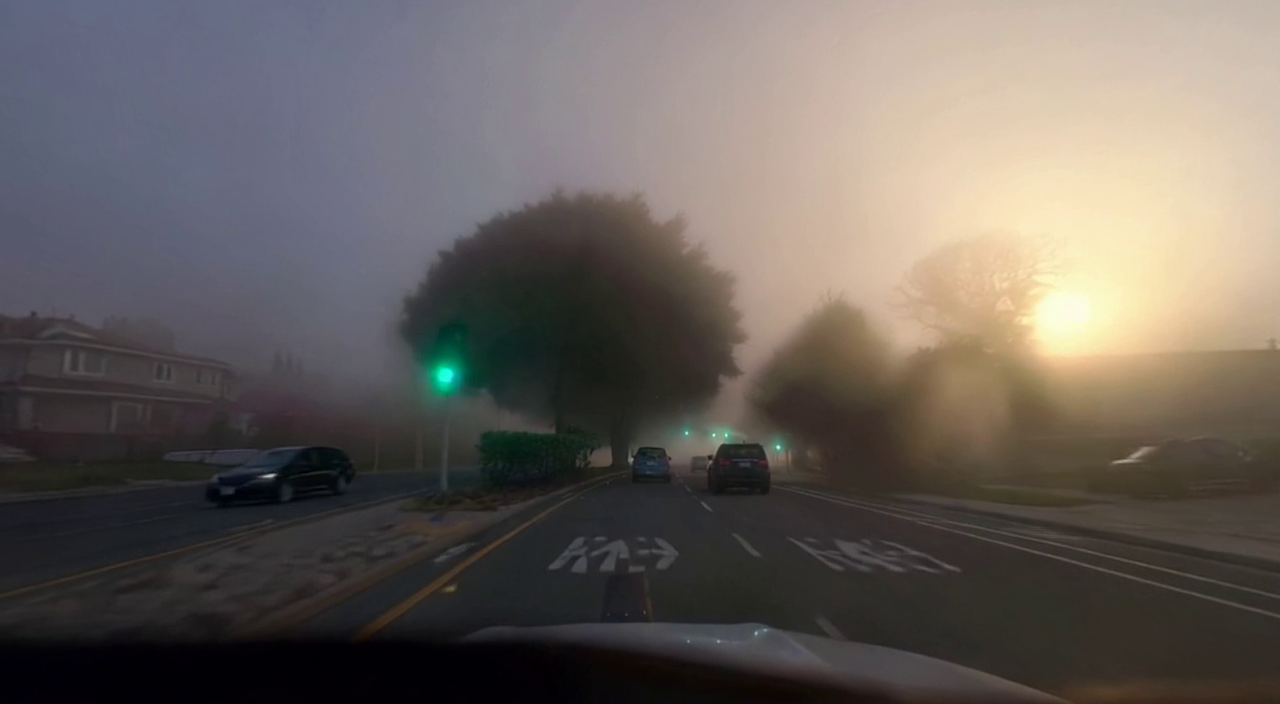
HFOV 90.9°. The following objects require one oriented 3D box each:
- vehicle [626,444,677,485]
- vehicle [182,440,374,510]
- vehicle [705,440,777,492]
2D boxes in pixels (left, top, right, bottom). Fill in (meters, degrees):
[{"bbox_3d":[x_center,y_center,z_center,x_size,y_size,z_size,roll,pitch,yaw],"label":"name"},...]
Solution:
[{"bbox_3d":[0.631,5.426,30.639,2.185,1.822,4.391,-1,-9,5],"label":"vehicle"},{"bbox_3d":[-8.964,3.059,16.234,1.991,1.503,4.688,-1,-9,3],"label":"vehicle"},{"bbox_3d":[3.769,4.343,24.393,2.166,1.799,4.372,-1,-9,1],"label":"vehicle"}]
